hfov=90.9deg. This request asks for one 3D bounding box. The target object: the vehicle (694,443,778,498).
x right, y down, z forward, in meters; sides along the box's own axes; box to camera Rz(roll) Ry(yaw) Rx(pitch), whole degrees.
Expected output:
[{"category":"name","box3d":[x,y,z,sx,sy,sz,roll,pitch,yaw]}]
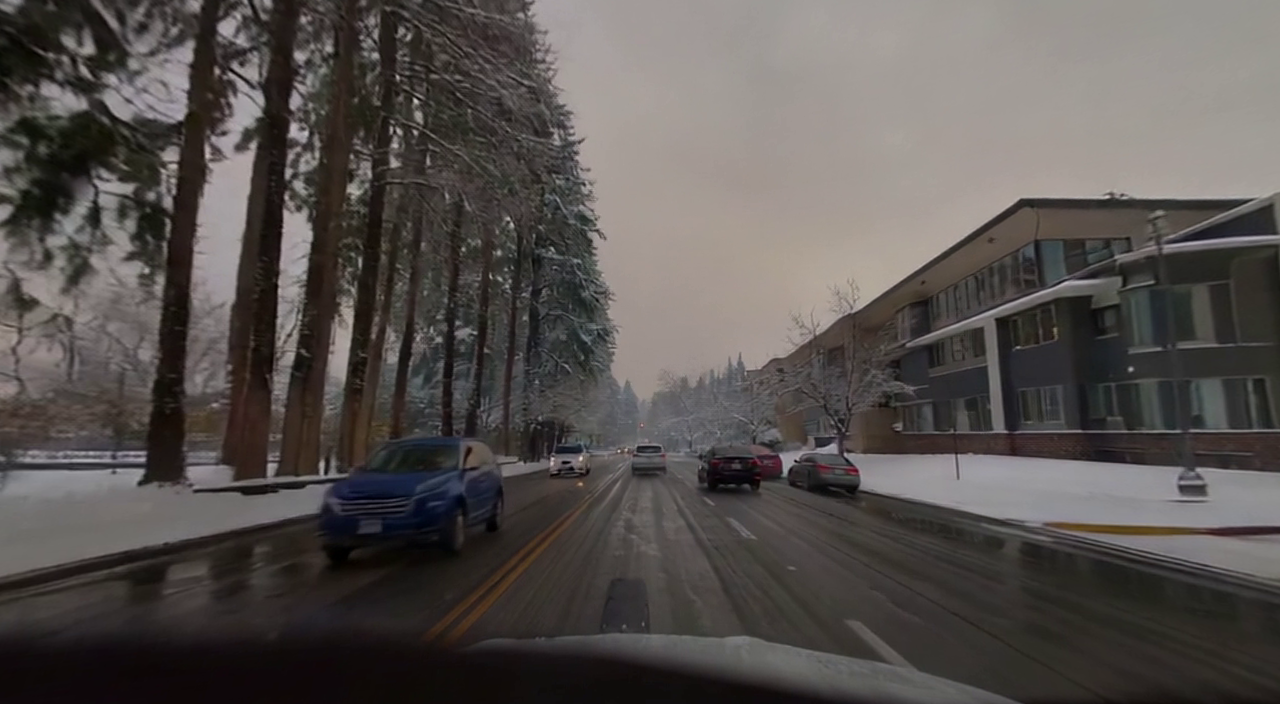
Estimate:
[{"category":"vehicle","box3d":[2.910,3.692,20.053,1.991,1.536,4.116,0,-9,-1]}]

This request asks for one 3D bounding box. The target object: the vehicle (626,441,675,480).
[{"category":"vehicle","box3d":[0.445,4.989,29.119,2.105,1.653,3.887,0,-9,0]}]

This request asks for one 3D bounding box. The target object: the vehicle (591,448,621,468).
[{"category":"vehicle","box3d":[-2.578,8.182,48.695,2.007,1.465,4.440,0,-9,1]}]

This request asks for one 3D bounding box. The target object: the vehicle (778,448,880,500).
[{"category":"vehicle","box3d":[5.913,3.839,20.374,1.885,1.467,4.546,0,-9,0]}]

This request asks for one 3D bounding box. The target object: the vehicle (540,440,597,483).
[{"category":"vehicle","box3d":[-3.187,4.989,28.975,2.041,1.788,4.527,0,-9,1]}]

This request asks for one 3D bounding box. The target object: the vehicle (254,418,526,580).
[{"category":"vehicle","box3d":[-3.075,1.905,8.973,2.065,1.708,4.311,0,-9,0]}]
